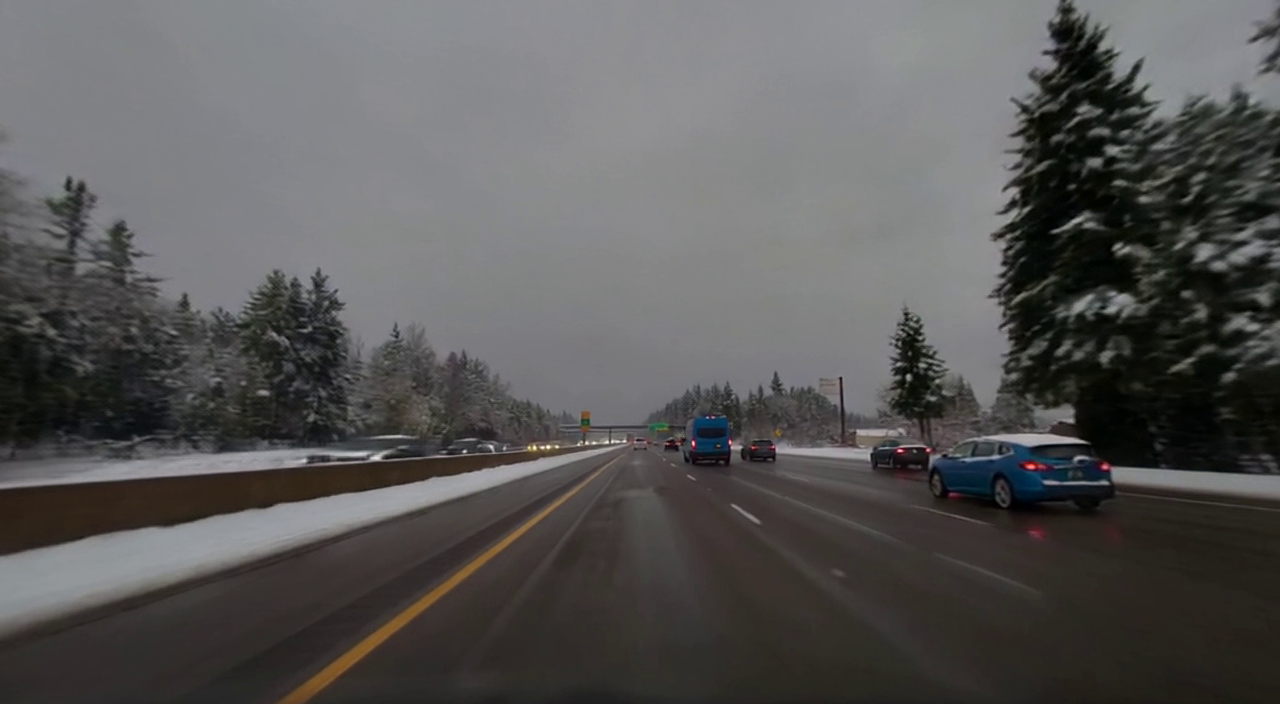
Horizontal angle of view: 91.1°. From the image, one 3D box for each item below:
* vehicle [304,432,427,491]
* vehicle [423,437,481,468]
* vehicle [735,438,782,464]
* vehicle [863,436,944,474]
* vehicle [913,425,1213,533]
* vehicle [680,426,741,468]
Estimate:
[{"bbox_3d":[-10.025,4.013,23.516,2.328,1.850,5.141,-2,-8,0],"label":"vehicle"},{"bbox_3d":[-13.737,7.388,46.326,2.442,2.115,5.788,0,-8,0],"label":"vehicle"},{"bbox_3d":[7.245,6.116,38.806,2.099,1.510,3.784,0,-8,-1],"label":"vehicle"},{"bbox_3d":[11.324,4.447,27.297,1.874,1.496,3.586,0,-8,-1],"label":"vehicle"},{"bbox_3d":[7.094,2.166,11.417,2.003,1.517,4.936,0,-8,0],"label":"vehicle"},{"bbox_3d":[3.699,5.194,34.292,2.546,2.087,5.404,0,-8,-2],"label":"vehicle"}]
